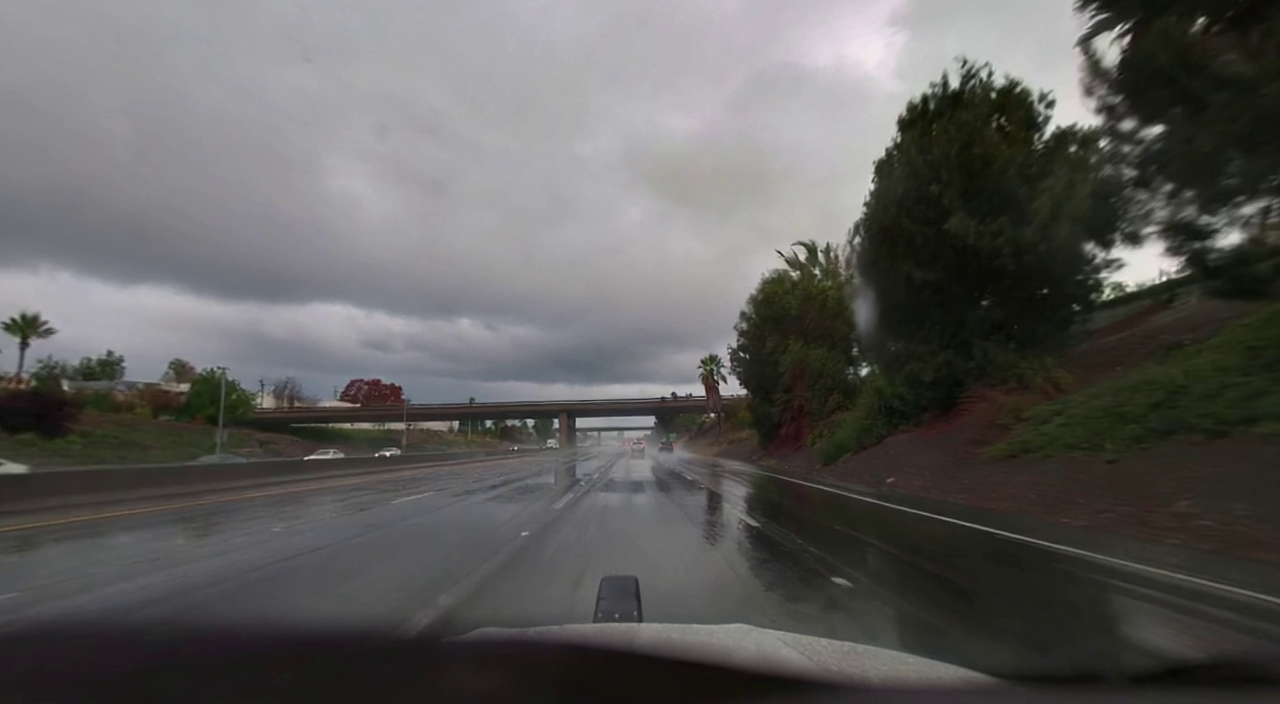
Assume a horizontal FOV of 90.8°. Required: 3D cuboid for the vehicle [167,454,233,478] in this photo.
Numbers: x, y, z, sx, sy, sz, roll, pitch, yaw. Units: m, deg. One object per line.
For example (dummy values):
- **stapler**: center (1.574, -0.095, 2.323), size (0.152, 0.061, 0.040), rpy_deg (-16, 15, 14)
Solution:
- **vehicle**: center (-33.807, 8.746, 48.693), size (1.839, 1.615, 4.492), rpy_deg (0, -8, -1)
